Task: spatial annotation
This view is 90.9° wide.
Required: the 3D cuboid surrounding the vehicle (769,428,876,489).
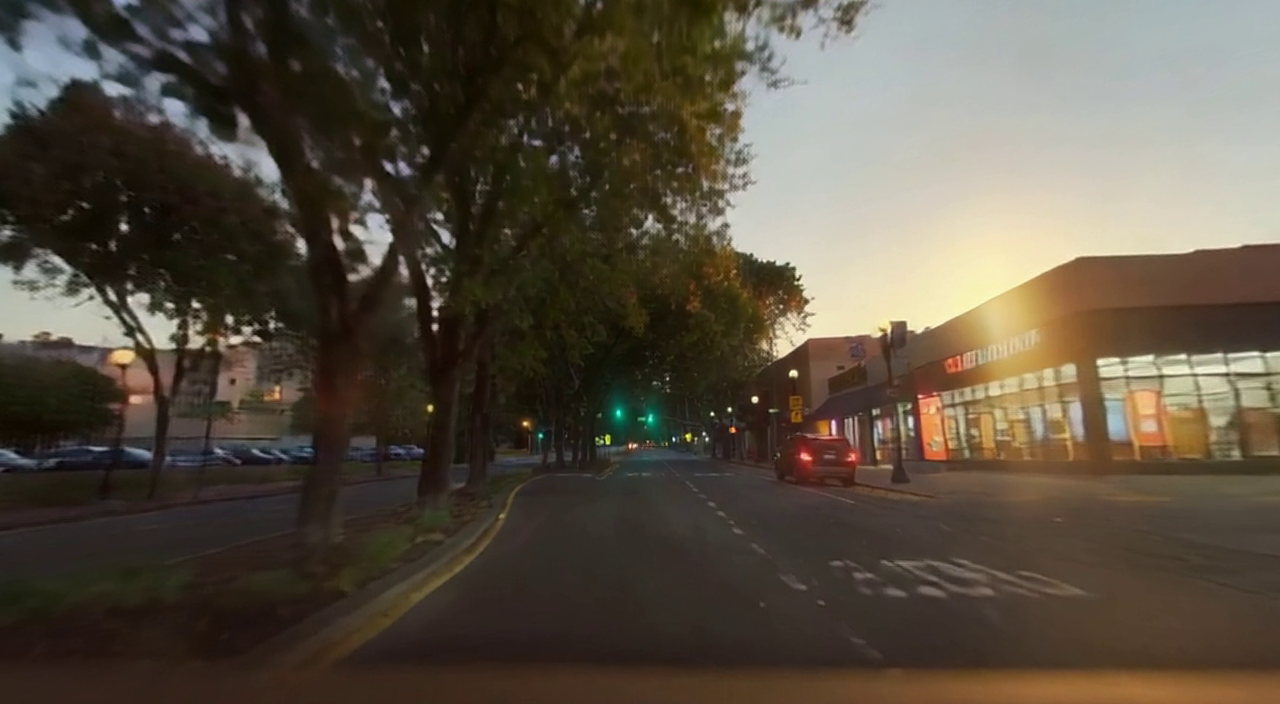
[{"bbox_3d":[6.285,3.729,22.411,2.112,1.894,4.910,0,-8,-3],"label":"vehicle"}]
